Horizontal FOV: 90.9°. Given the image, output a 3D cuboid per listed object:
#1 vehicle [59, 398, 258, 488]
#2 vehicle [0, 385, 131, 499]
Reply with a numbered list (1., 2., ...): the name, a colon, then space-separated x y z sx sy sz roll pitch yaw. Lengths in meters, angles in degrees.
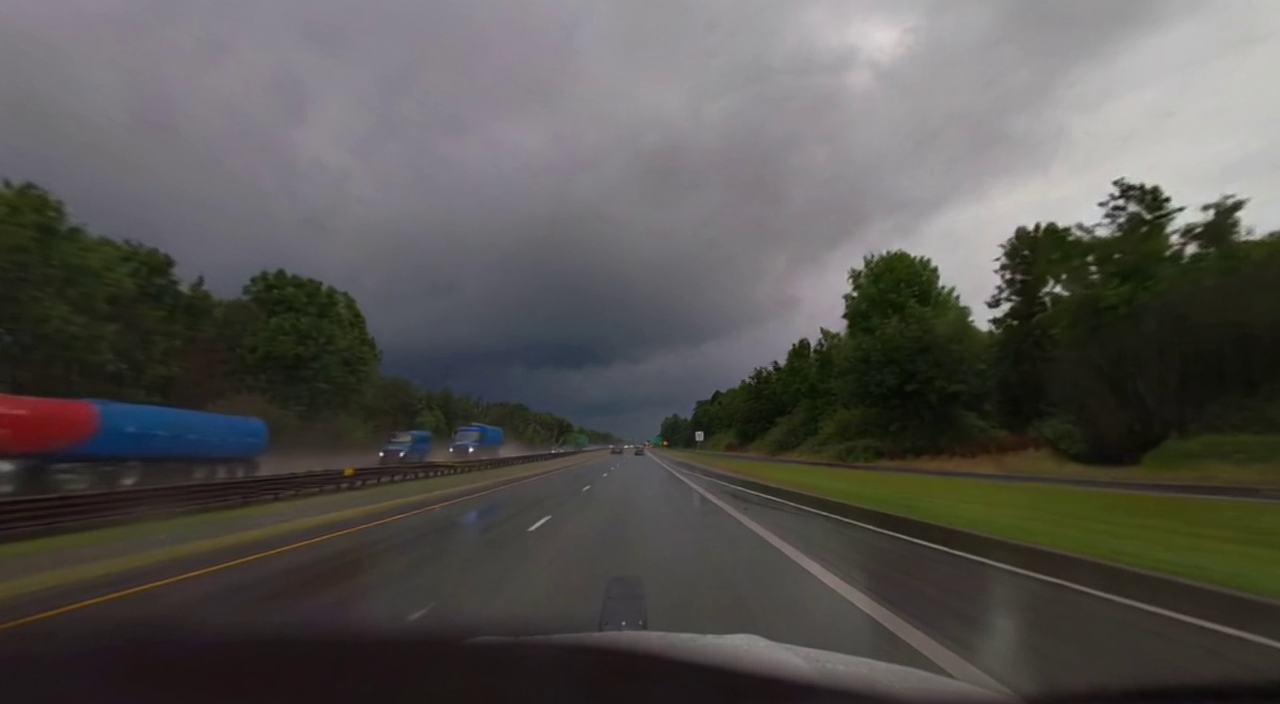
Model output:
1. vehicle: -23.125 4.531 31.200 2.822 3.779 8.710 0 -9 0
2. vehicle: -23.186 3.098 21.570 3.015 3.832 9.988 0 -9 0
